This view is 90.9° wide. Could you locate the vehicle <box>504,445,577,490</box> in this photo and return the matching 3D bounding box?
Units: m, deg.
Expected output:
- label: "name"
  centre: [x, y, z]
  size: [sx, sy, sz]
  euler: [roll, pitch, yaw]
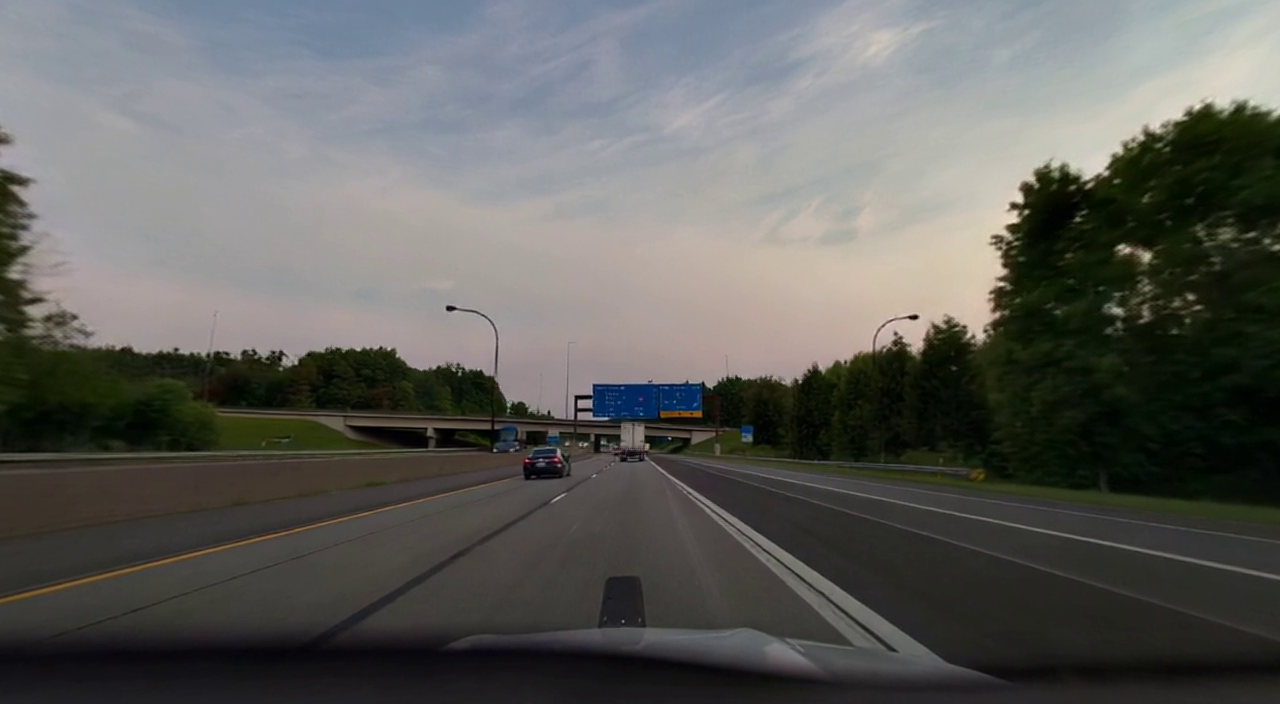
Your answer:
- label: "vehicle"
  centre: [-3.651, 4.339, 24.024]
  size: [2.042, 1.526, 4.516]
  euler: [0, -9, 0]
